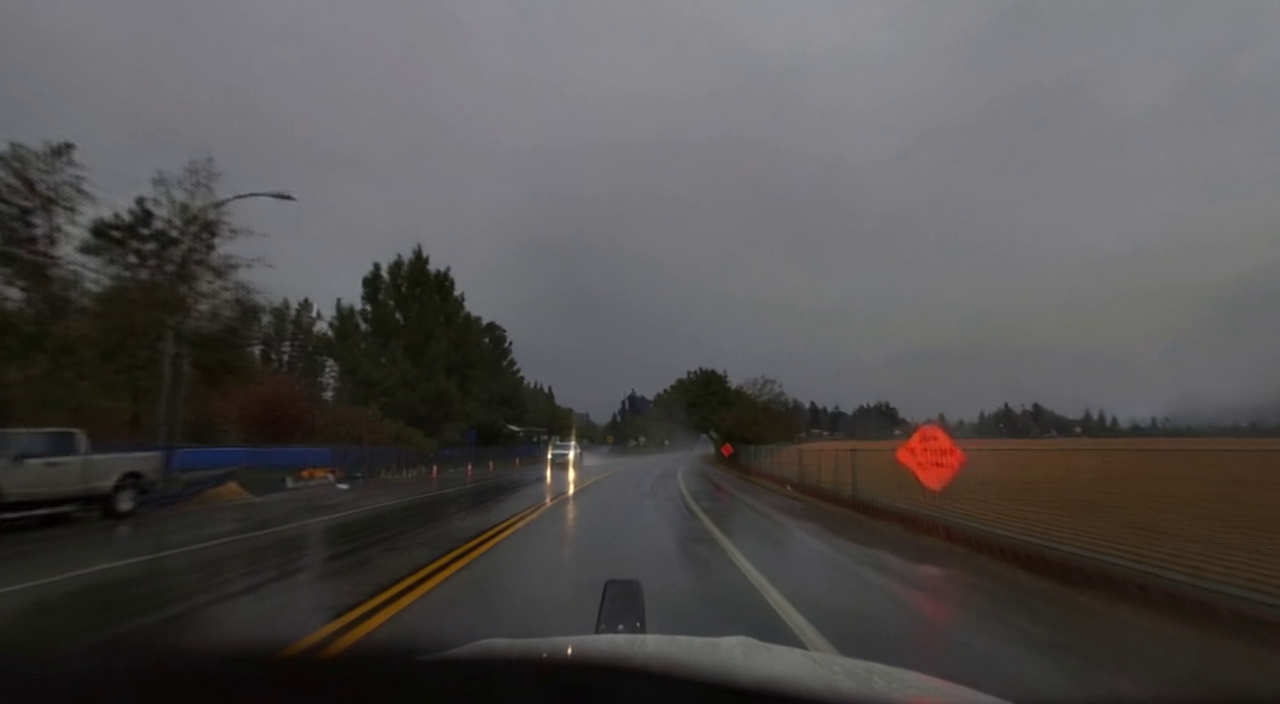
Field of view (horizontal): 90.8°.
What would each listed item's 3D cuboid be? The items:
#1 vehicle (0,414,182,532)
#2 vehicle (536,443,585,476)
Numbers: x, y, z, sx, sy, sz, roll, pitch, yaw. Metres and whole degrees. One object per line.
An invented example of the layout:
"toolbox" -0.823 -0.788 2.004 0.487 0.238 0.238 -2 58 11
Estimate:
"vehicle" -12.237 2.338 12.336 2.244 2.022 6.102 -2 -8 -2
"vehicle" -3.884 5.345 31.518 1.737 1.525 3.760 -1 -9 4
